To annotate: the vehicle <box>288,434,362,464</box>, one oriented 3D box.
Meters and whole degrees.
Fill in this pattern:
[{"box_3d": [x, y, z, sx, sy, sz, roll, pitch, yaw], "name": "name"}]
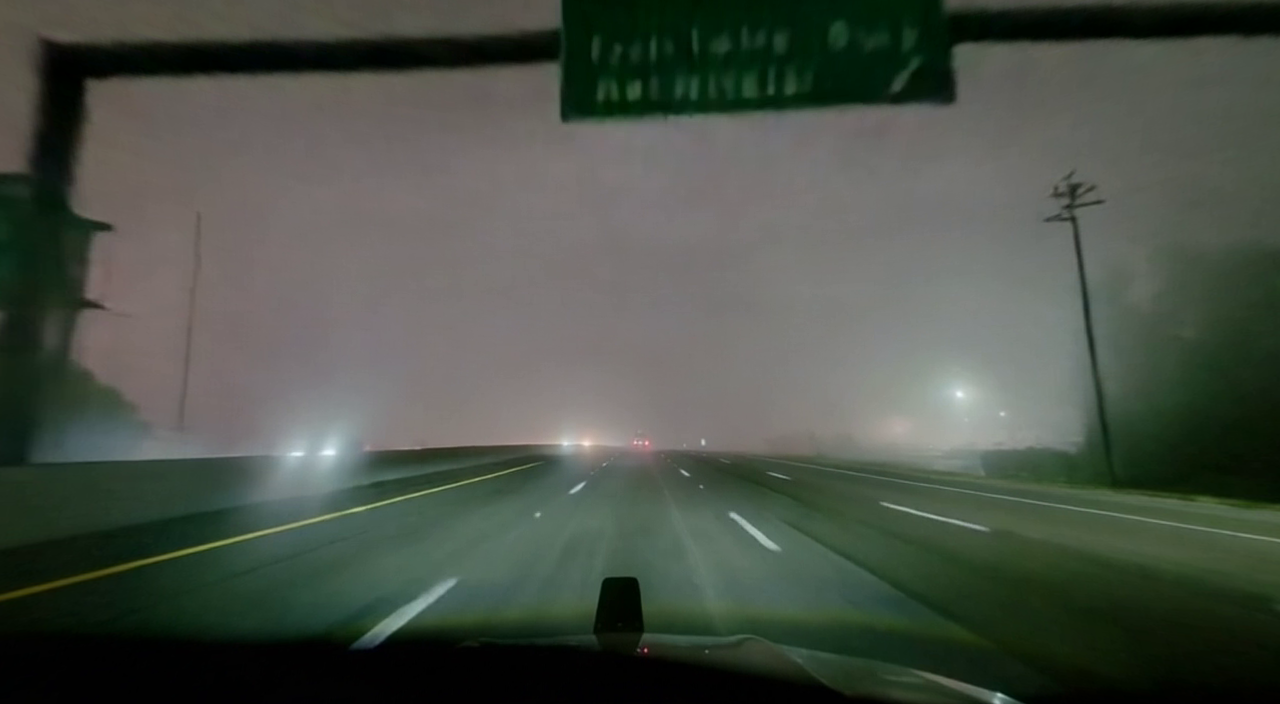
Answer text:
[{"box_3d": [-17.260, 5.415, 34.738, 1.854, 1.538, 4.215, 0, -10, 0], "name": "vehicle"}]
